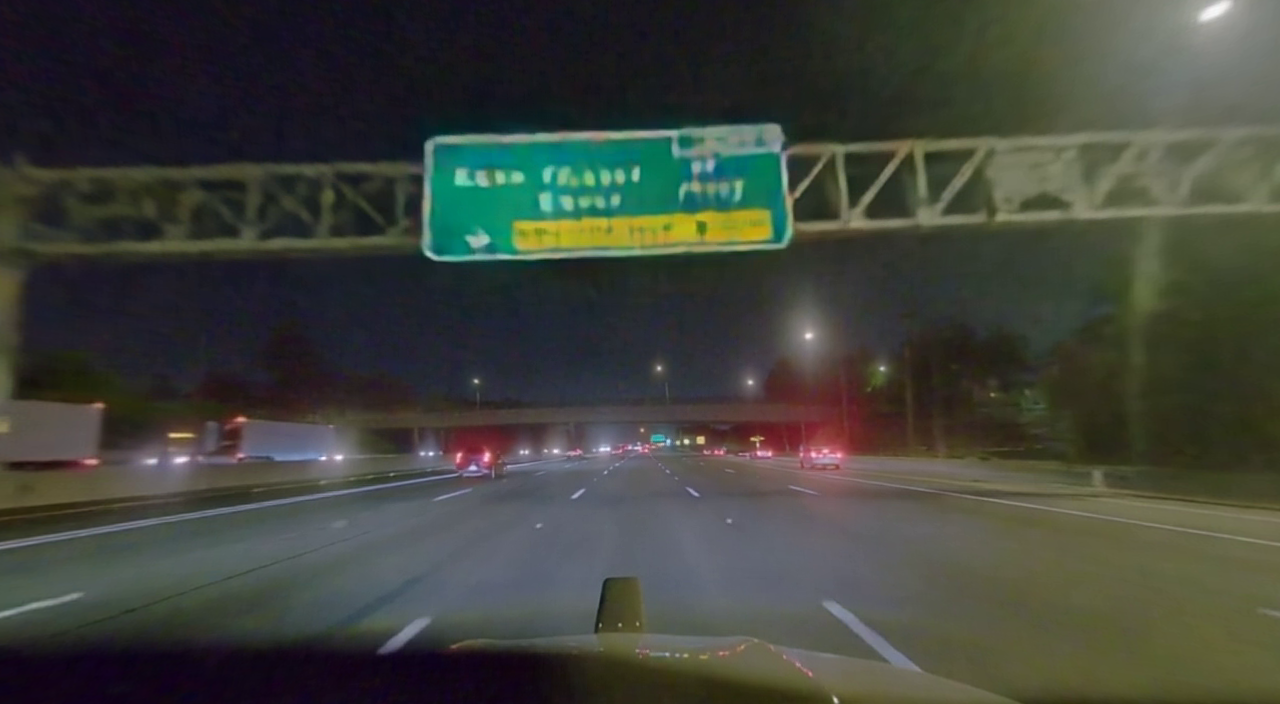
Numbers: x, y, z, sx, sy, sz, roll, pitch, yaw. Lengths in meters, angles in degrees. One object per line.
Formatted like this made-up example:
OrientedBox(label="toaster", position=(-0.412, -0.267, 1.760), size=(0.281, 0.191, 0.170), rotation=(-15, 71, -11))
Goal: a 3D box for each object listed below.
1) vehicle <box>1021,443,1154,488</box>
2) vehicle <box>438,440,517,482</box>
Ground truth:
OrientedBox(label="vehicle", position=(17.810, 4.490, 25.386), size=(2.012, 1.601, 4.565), rotation=(0, -8, 0))
OrientedBox(label="vehicle", position=(-6.443, 4.349, 25.454), size=(1.985, 1.513, 4.172), rotation=(0, -8, 1))
